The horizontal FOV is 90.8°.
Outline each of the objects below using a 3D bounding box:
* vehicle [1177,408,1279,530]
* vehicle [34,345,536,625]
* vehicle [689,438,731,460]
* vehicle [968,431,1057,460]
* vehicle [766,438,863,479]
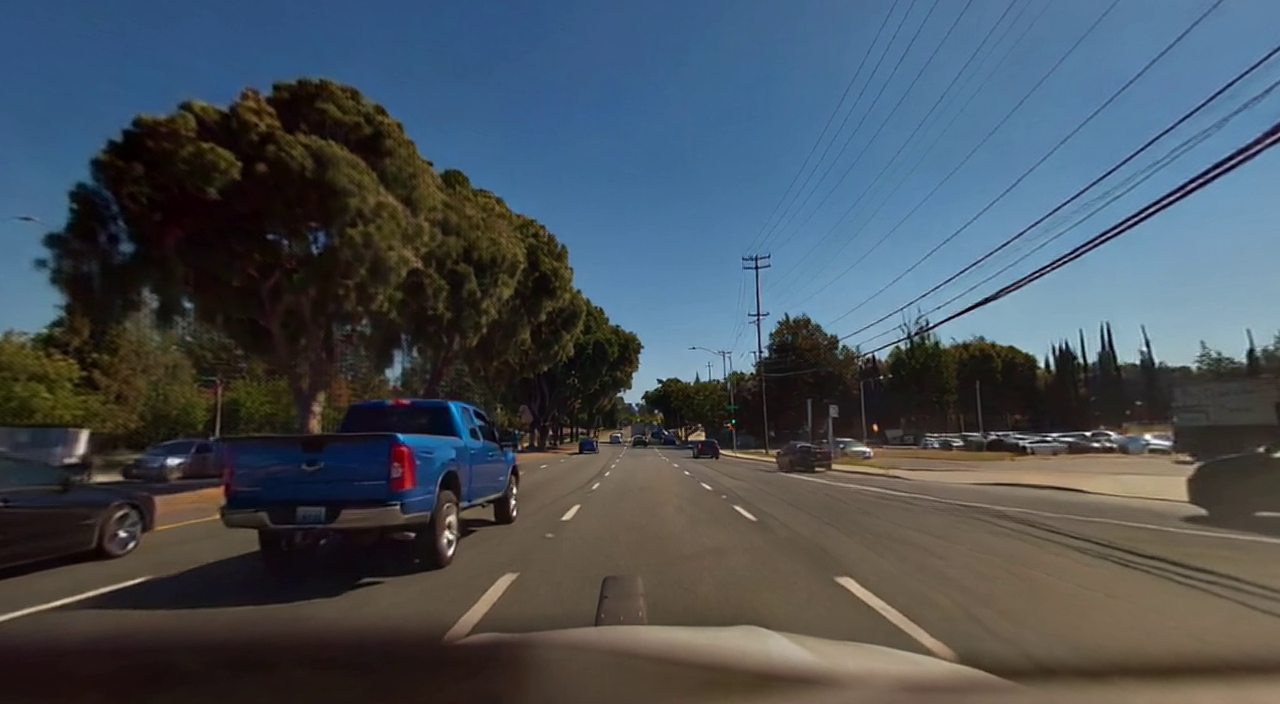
[{"bbox_3d":[10.706,1.540,8.219,2.150,1.735,5.106,3,-9,-21],"label":"vehicle"},{"bbox_3d":[-3.025,1.384,7.609,2.467,1.991,6.089,0,-8,0],"label":"vehicle"},{"bbox_3d":[4.714,6.616,43.249,2.071,1.435,4.226,0,-8,-4],"label":"vehicle"},{"bbox_3d":[22.420,5.644,38.189,1.860,1.597,4.261,4,-9,-24],"label":"vehicle"},{"bbox_3d":[6.730,4.150,24.948,1.840,1.428,4.602,1,-9,-10],"label":"vehicle"}]
